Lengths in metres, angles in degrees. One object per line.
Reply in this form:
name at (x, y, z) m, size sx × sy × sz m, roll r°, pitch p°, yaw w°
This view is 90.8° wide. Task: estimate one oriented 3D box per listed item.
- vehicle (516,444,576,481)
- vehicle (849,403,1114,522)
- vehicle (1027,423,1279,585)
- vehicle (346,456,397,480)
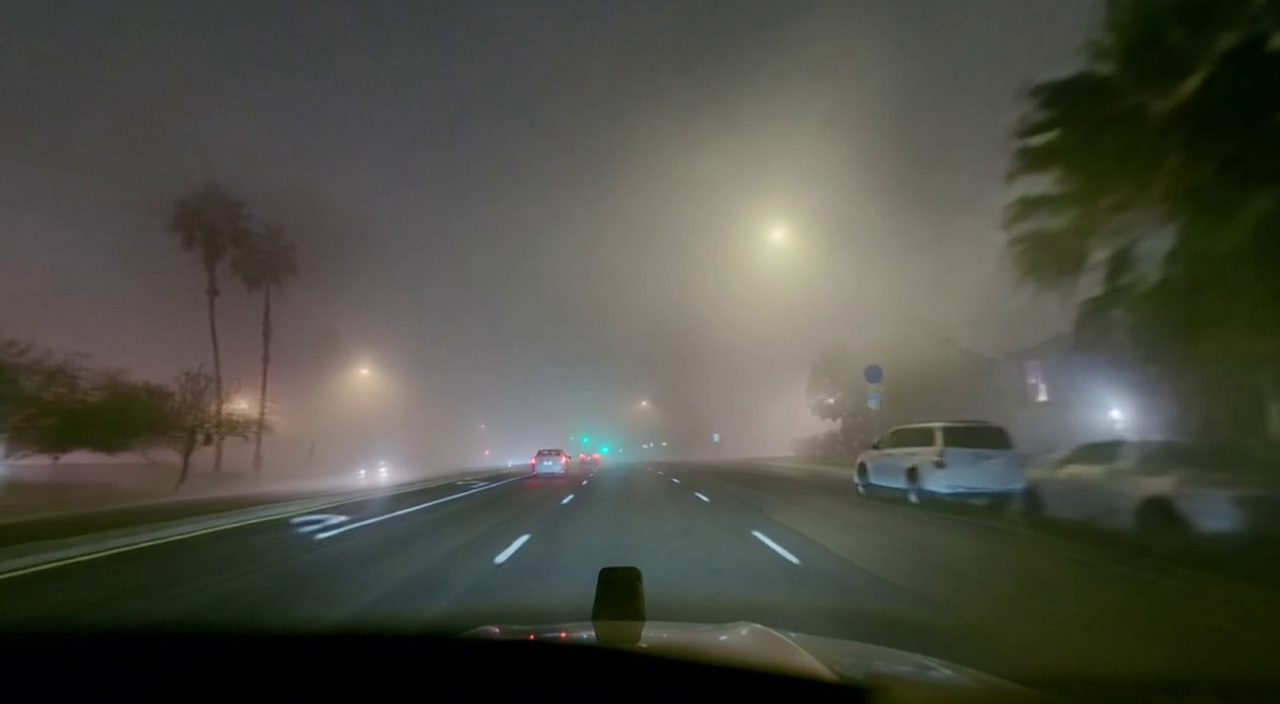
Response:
vehicle at (-4.040, 4.819, 27.949) m, size 2.108 × 1.475 × 4.555 m, roll 0°, pitch -8°, yaw -2°
vehicle at (6.820, 2.311, 13.848) m, size 2.418 × 2.004 × 6.128 m, roll 0°, pitch -8°, yaw 0°
vehicle at (6.947, 1.678, 7.622) m, size 1.814 × 1.521 × 4.215 m, roll 0°, pitch -8°, yaw -1°
vehicle at (-20.120, 8.701, 47.510) m, size 2.180 × 1.539 × 4.244 m, roll -2°, pitch -8°, yaw -3°
